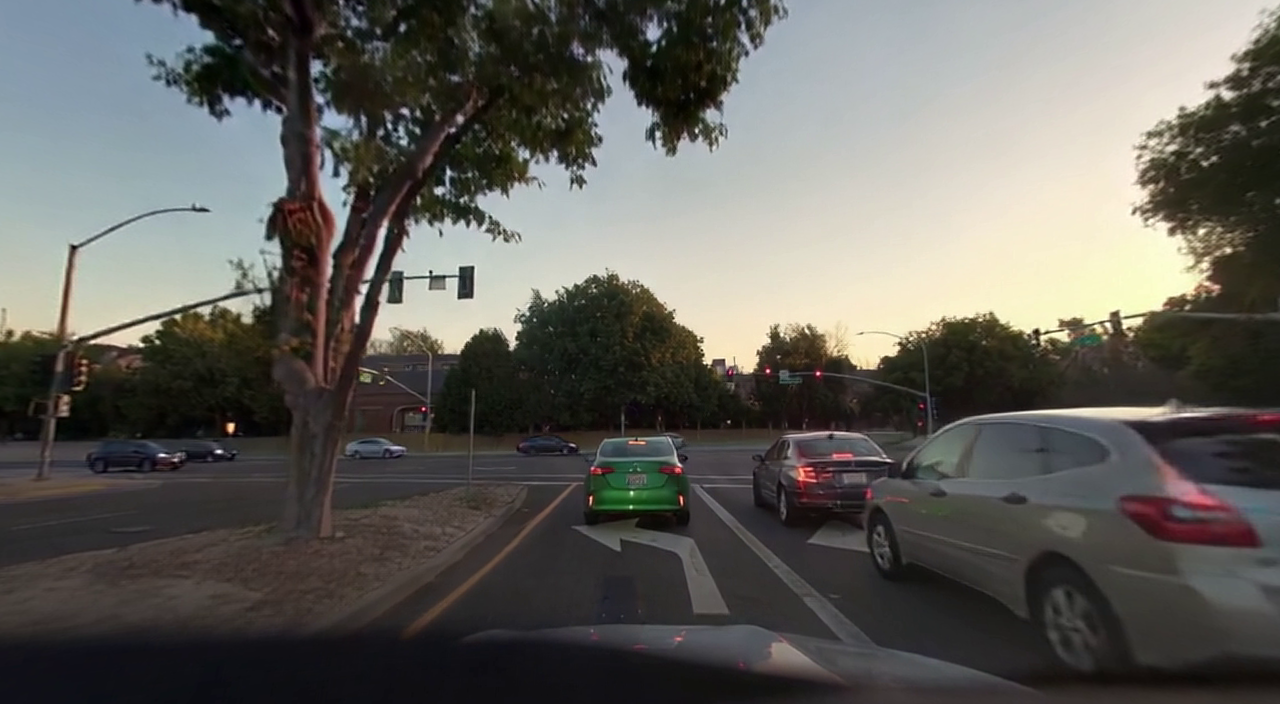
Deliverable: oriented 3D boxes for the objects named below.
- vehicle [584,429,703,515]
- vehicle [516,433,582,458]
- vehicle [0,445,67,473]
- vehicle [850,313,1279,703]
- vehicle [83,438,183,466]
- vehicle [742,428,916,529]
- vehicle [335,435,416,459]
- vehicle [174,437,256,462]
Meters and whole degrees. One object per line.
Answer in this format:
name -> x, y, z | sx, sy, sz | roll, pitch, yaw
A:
vehicle -> 0.086, 2.366, 12.925 | 2.026, 1.458, 4.175 | 0, -8, 1
vehicle -> -5.835, 6.008, 40.523 | 4.076, 1.498, 2.175 | 1, -9, -10
vehicle -> -35.016, 5.937, 35.181 | 4.630, 1.441, 1.923 | -1, -9, 8
vehicle -> 3.418, 1.094, 4.568 | 2.111, 1.780, 4.990 | 0, -8, 1
vehicle -> -30.271, 5.970, 37.793 | 4.517, 1.637, 1.935 | -1, -9, 8
vehicle -> 3.146, 2.197, 11.569 | 1.861, 1.479, 4.371 | 0, -8, 1
vehicle -> -17.948, 6.464, 43.058 | 4.670, 1.542, 1.861 | 0, -8, 1
vehicle -> -29.807, 6.837, 44.367 | 4.526, 1.649, 1.920 | -1, -9, 6
